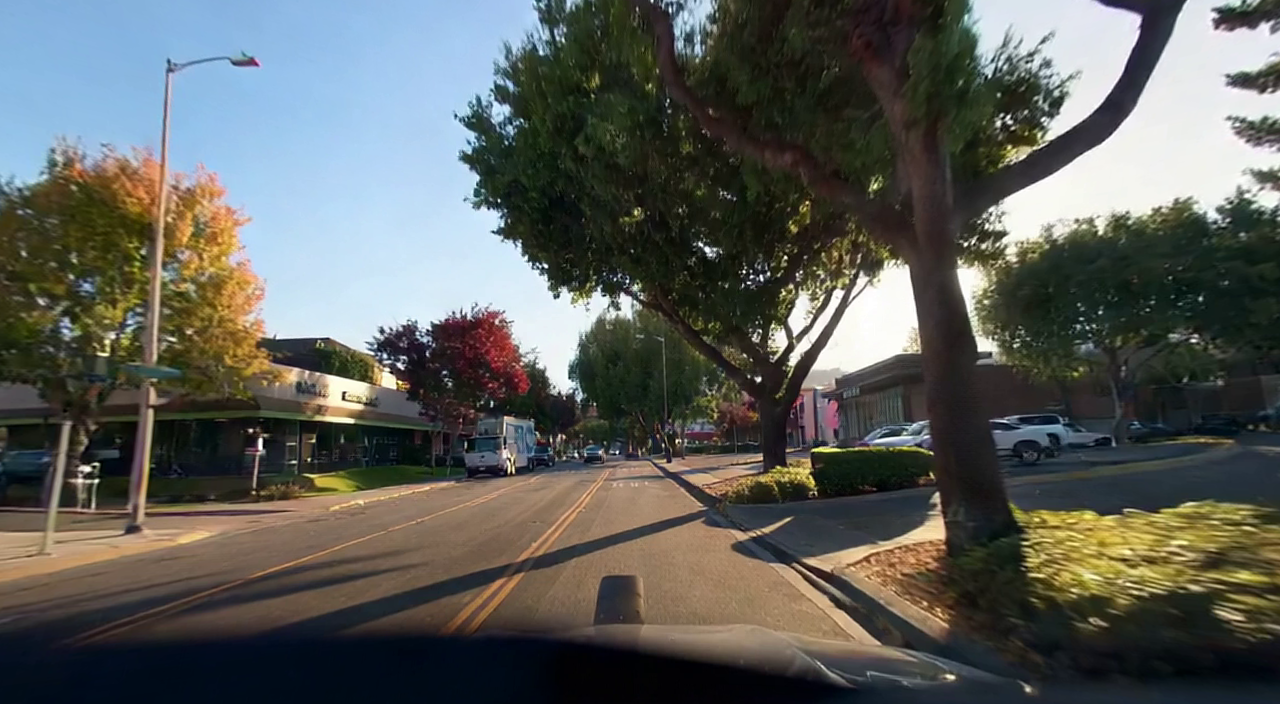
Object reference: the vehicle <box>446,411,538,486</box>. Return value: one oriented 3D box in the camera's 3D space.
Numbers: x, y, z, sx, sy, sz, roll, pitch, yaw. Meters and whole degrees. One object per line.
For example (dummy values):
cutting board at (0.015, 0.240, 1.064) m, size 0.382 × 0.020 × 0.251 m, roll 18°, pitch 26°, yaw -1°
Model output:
vehicle at (-9.040, 5.889, 40.171) m, size 2.986 × 3.768 × 11.697 m, roll -6°, pitch -6°, yaw -1°

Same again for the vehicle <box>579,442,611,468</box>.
vehicle at (-3.393, 7.801, 48.061) m, size 2.118 × 1.864 × 4.640 m, roll 0°, pitch -9°, yaw -1°
